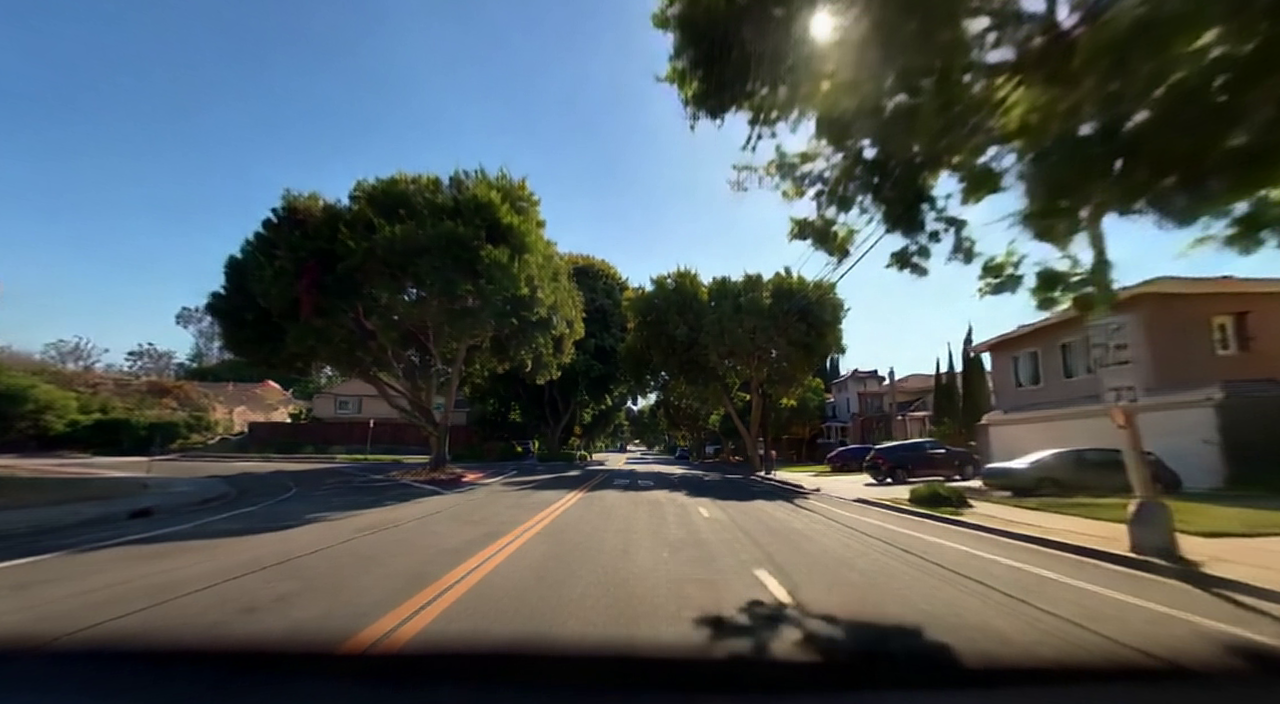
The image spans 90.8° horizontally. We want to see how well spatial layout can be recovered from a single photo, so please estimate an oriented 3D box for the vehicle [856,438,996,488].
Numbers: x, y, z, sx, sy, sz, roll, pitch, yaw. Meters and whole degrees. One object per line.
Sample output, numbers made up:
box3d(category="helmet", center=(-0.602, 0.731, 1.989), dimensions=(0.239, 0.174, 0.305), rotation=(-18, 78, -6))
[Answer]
box3d(category="vehicle", center=(10.962, 4.260, 24.493), dimensions=(4.453, 1.590, 1.861), rotation=(-3, -6, 2))
